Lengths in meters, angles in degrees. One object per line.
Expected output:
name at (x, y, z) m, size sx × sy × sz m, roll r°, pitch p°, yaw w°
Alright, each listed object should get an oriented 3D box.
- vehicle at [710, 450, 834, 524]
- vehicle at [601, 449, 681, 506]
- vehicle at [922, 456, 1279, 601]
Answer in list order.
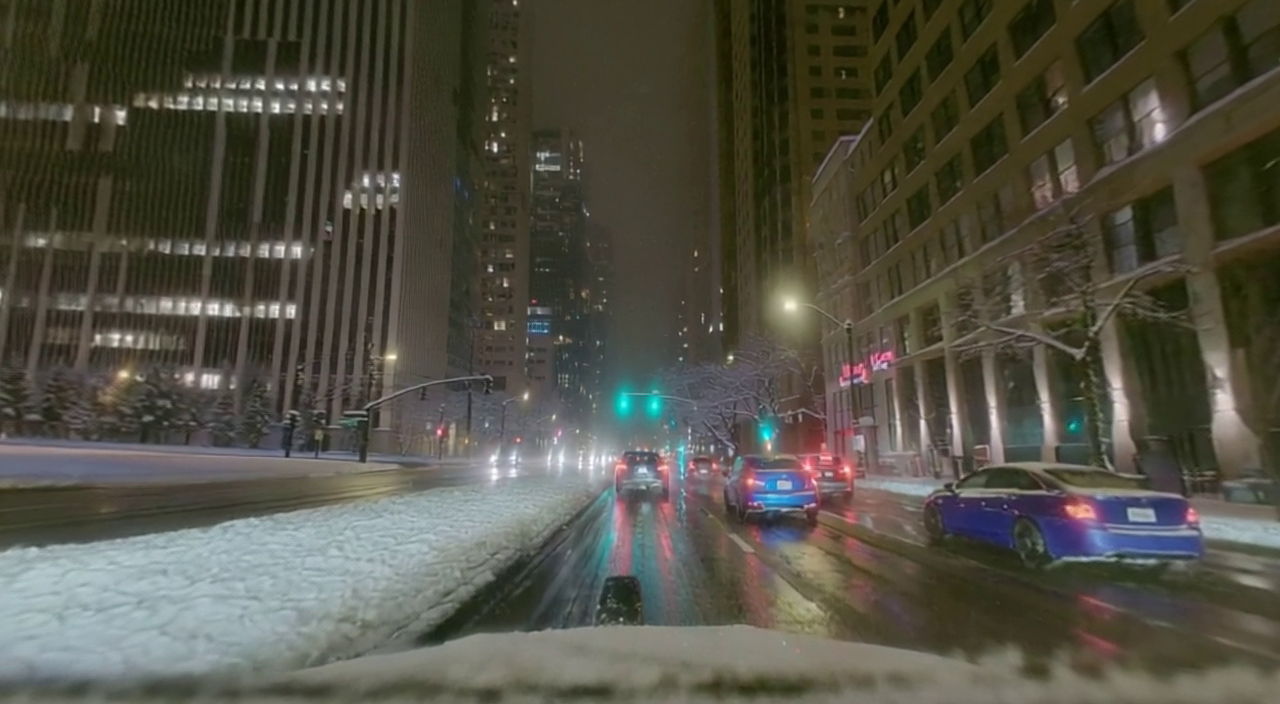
vehicle at (2.987, 3.156, 15.335) m, size 1.987 × 1.484 × 4.427 m, roll 1°, pitch -9°, yaw -1°
vehicle at (0.019, 3.644, 18.758) m, size 2.096 × 1.457 × 4.160 m, roll 1°, pitch -9°, yaw 0°
vehicle at (6.145, 2.288, 9.167) m, size 1.914 × 1.484 × 4.639 m, roll 1°, pitch -9°, yaw -1°
